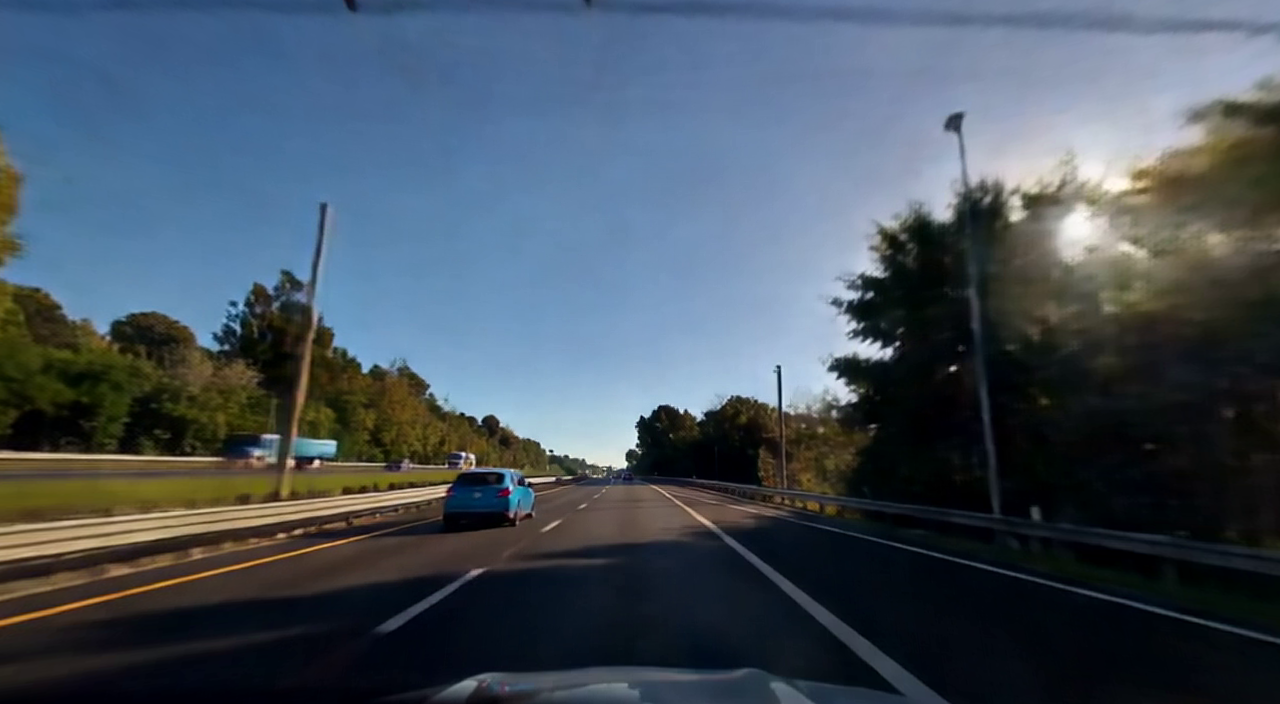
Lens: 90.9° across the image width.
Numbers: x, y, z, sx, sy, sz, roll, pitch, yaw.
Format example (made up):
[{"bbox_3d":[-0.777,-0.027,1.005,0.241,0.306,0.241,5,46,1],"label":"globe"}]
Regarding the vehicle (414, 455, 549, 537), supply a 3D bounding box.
[{"bbox_3d":[-3.436,3.239,14.625,1.967,1.556,4.364,1,-10,0],"label":"vehicle"}]
